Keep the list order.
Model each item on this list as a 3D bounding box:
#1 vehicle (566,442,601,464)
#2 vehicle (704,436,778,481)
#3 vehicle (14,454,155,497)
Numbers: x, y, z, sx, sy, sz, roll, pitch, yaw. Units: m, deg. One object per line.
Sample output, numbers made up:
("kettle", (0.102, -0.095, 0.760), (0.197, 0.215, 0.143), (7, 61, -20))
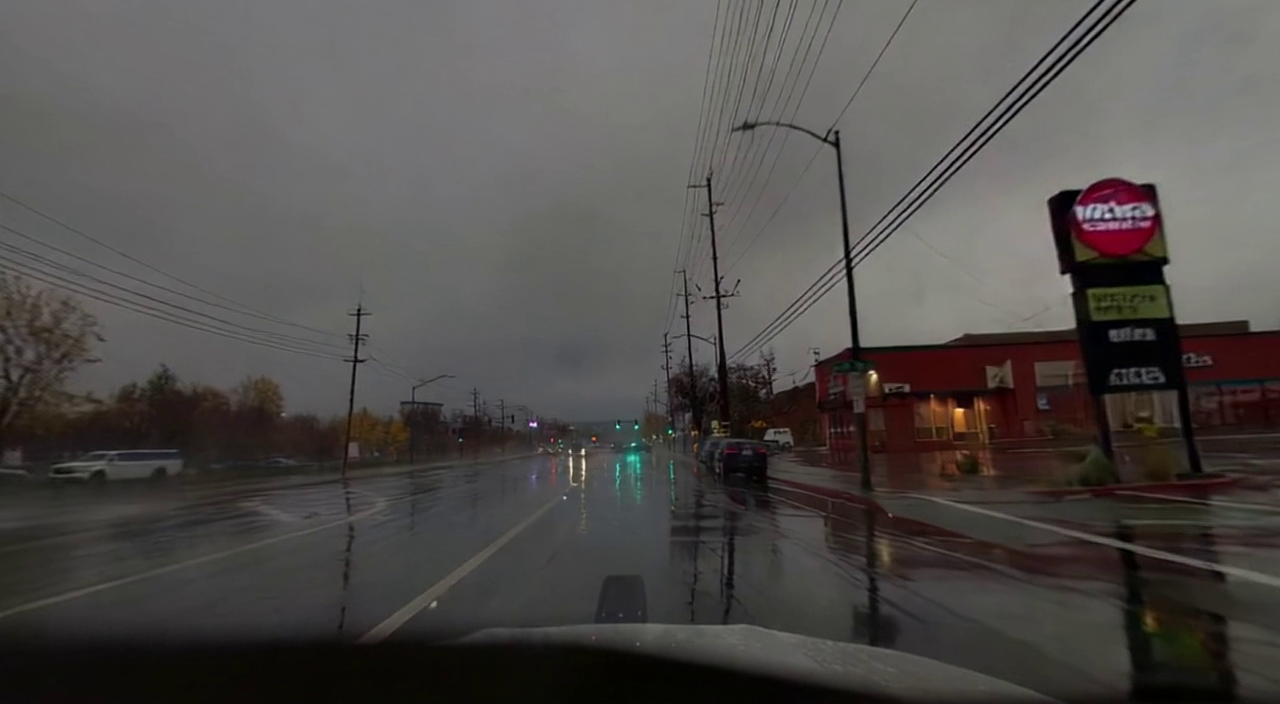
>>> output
("vehicle", (-4.075, 7.367, 46.191), (2.179, 1.490, 4.742), (0, -9, 0))
("vehicle", (3.694, 3.992, 23.995), (1.922, 1.507, 4.824), (0, -9, -1))
("vehicle", (-26.481, 5.811, 30.243), (2.239, 1.802, 4.652), (-8, -11, 41))
